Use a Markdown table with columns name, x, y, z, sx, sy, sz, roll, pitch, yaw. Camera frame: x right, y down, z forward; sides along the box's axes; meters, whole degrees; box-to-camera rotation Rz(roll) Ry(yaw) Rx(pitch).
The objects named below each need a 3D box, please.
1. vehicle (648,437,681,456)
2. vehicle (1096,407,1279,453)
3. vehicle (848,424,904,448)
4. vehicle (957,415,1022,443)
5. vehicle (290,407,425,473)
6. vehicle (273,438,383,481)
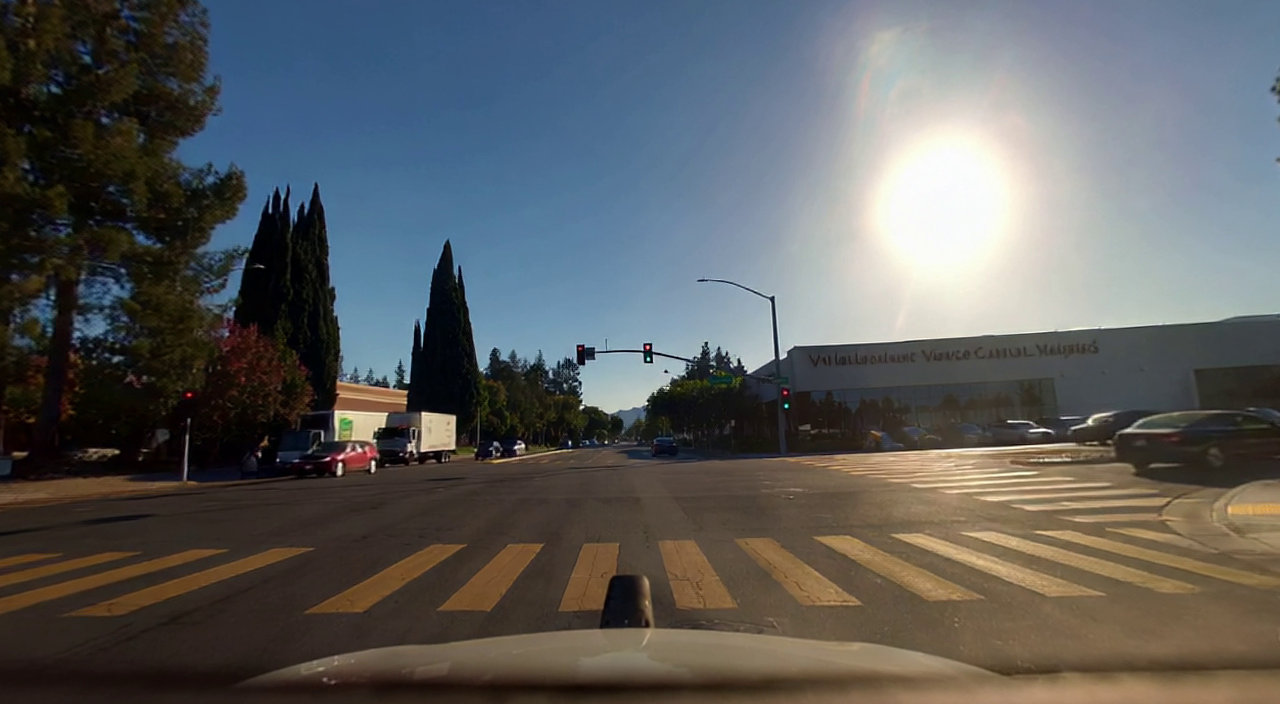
| name | x | y | z | sx | sy | sz | roll | pitch | yaw |
| --- | --- | --- | --- | --- | --- | --- | --- | --- | --- |
| vehicle | 1.854 | 7.395 | 49.334 | 1.884 | 1.419 | 4.448 | 1 | -9 | -7 |
| vehicle | 18.102 | 2.578 | 20.577 | 4.994 | 1.416 | 1.783 | 0 | -8 | 1 |
| vehicle | 17.367 | 6.227 | 46.524 | 3.329 | 1.415 | 1.821 | -6 | -9 | 2 |
| vehicle | 23.251 | 5.205 | 42.084 | 1.930 | 1.761 | 3.911 | 0 | -8 | -2 |
| vehicle | -16.662 | 5.434 | 38.568 | 3.161 | 3.455 | 11.058 | 0 | -8 | 0 |
| vehicle | -11.938 | 4.138 | 24.529 | 1.996 | 1.489 | 4.566 | 0 | -8 | -1 |
